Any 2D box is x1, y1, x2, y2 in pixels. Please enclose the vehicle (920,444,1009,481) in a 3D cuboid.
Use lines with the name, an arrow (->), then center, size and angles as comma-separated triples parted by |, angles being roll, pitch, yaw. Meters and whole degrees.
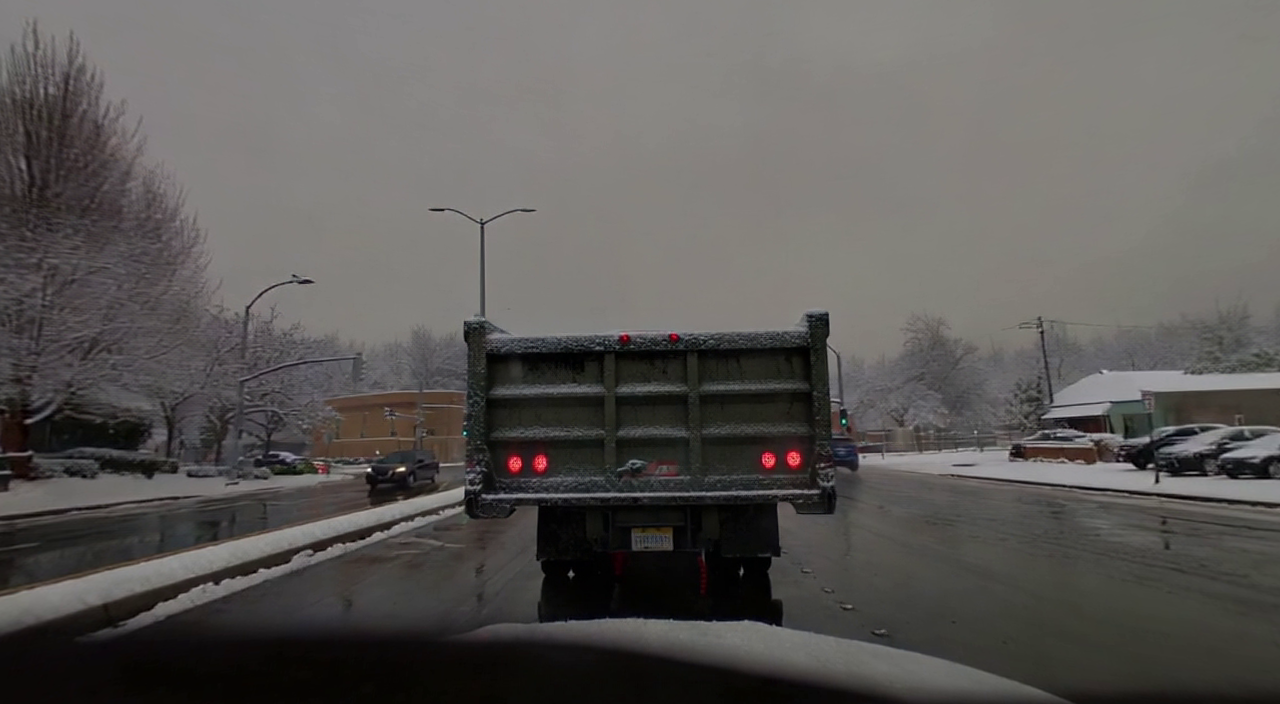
vehicle -> 14.124, 4.798, 27.749 | 1.777, 1.488, 4.081 | -1, -8, 1

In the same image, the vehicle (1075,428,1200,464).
vehicle -> 23.123, 4.387, 29.446 | 4.171, 1.614, 1.894 | -1, -8, 1

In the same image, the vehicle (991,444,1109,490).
vehicle -> 14.286, 3.990, 22.254 | 1.702, 1.475, 3.670 | -1, -8, 1

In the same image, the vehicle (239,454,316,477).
vehicle -> -24.962, 7.810, 43.461 | 4.409, 1.446, 1.862 | -2, -8, 12

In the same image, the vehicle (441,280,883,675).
vehicle -> 0.283, 1.242, 7.416 | 2.650, 2.391, 7.008 | -1, -8, 3
